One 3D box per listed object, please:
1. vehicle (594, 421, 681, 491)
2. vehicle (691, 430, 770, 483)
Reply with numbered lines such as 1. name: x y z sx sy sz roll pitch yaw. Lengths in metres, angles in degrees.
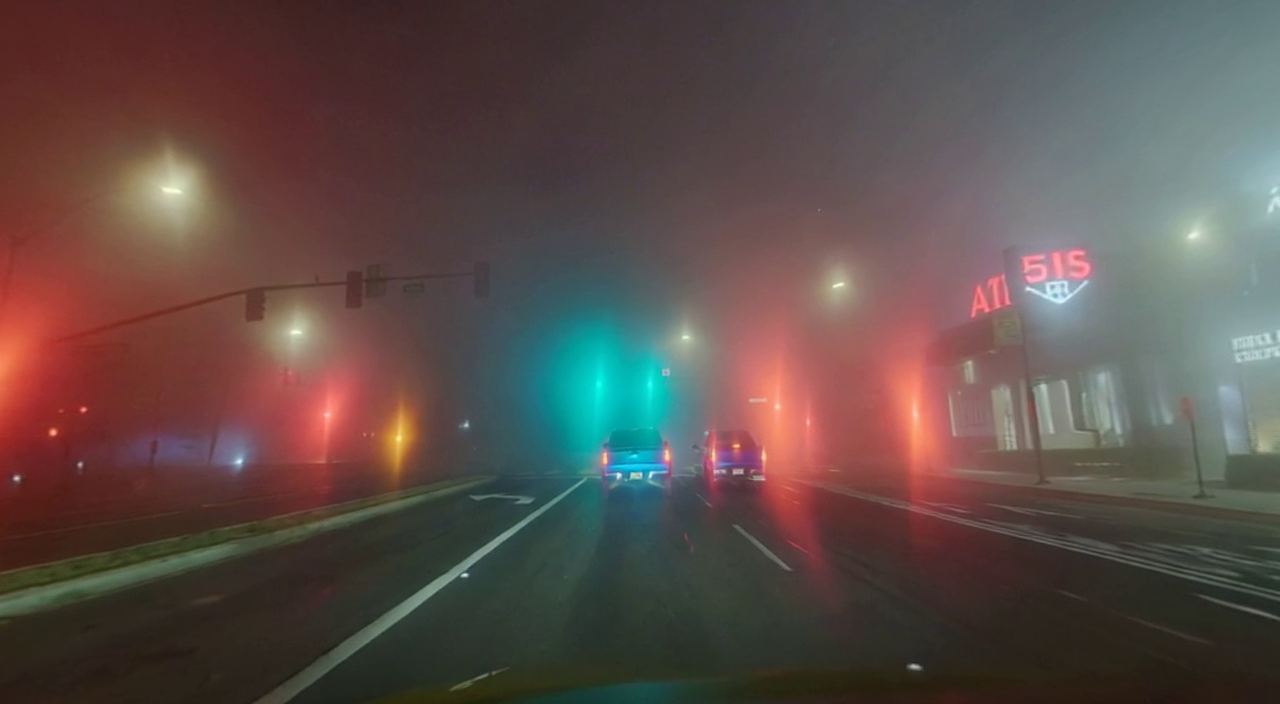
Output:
1. vehicle: -0.149 3.251 20.074 2.413 1.939 4.716 0 -8 -2
2. vehicle: 3.184 3.794 23.257 2.107 1.736 4.228 0 -8 -2
